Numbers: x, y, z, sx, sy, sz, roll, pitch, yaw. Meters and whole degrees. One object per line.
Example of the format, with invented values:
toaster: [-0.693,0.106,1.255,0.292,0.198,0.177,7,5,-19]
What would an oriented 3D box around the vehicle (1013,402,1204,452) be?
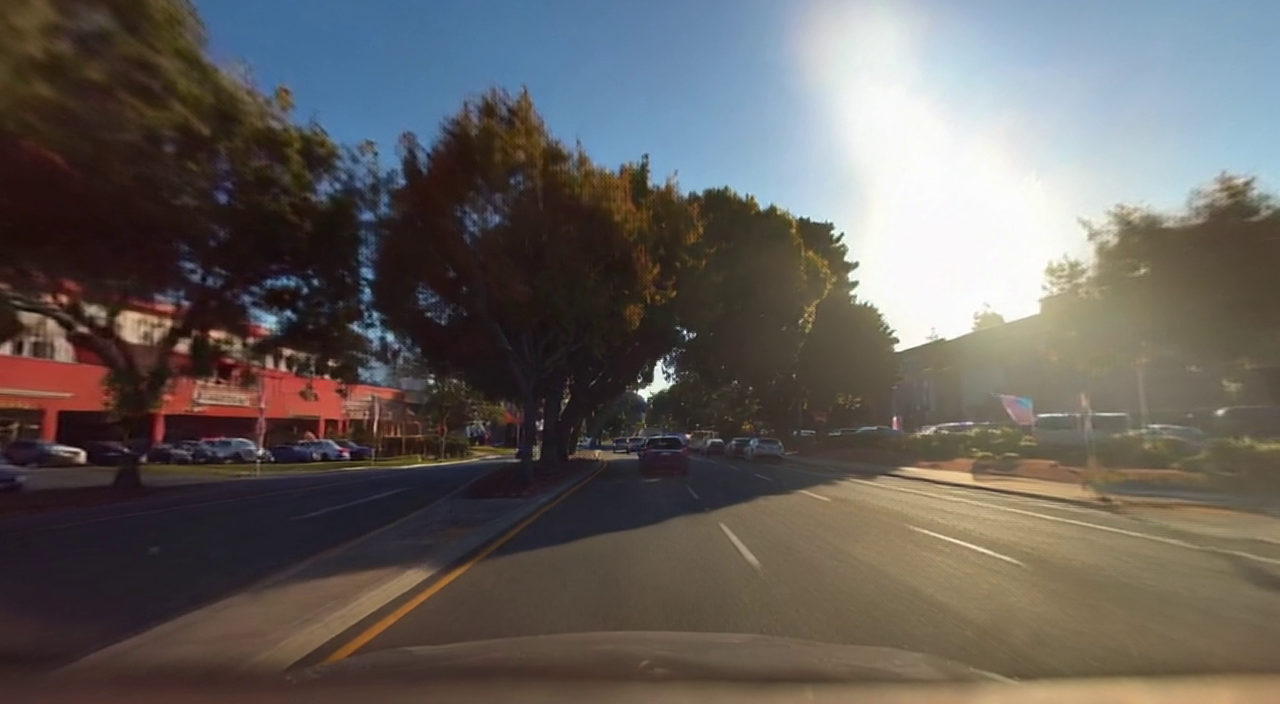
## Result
vehicle: [19.443,3.181,26.401,6.173,1.962,2.208,0,-9,0]

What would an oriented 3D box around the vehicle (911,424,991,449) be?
vehicle: [19.732,5.395,40.096,4.059,1.563,1.995,1,-8,-2]

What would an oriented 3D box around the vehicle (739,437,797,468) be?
vehicle: [6.687,5.303,33.405,2.016,1.479,4.532,0,-8,-1]

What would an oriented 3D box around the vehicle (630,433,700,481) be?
vehicle: [0.734,3.615,22.024,2.091,1.472,4.697,0,-8,-2]

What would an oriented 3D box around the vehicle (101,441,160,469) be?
vehicle: [-32.366,6.473,39.985,5.148,1.674,2.163,-8,-11,44]

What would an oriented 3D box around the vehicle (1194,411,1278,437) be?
vehicle: [35.485,4.372,37.687,1.847,1.424,4.455,-3,-9,19]

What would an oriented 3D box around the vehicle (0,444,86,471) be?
vehicle: [-37.310,6.494,39.131,1.734,1.425,4.447,0,-7,1]

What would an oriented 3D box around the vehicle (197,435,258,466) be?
vehicle: [-28.767,6.808,43.865,5.346,1.985,2.207,-8,-11,42]

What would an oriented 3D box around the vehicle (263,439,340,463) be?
vehicle: [-26.734,7.837,49.858,4.853,1.788,2.059,0,-7,1]

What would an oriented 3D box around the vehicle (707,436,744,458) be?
vehicle: [6.695,7.498,49.735,2.105,1.646,4.612,0,-8,-2]
